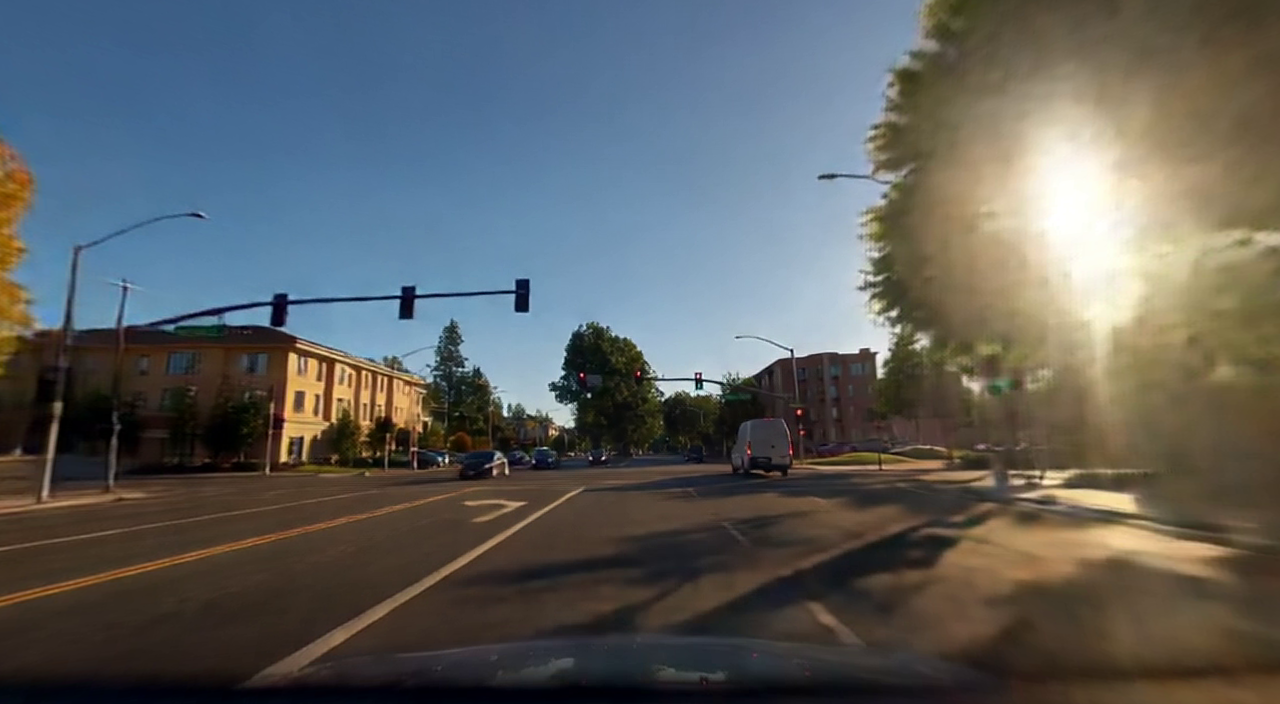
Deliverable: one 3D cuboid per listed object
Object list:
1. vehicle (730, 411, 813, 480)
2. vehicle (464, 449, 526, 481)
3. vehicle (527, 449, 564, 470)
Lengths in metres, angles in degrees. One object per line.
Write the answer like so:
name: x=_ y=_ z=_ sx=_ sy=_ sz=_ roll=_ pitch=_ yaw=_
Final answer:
vehicle: x=6.777 y=5.004 z=33.607 sx=2.802 sy=3.208 sz=7.459 roll=0 pitch=-9 yaw=0
vehicle: x=-7.208 y=5.652 z=31.793 sx=1.986 sy=1.481 sz=4.602 roll=0 pitch=-9 yaw=1
vehicle: x=-7.281 y=8.331 z=49.025 sx=1.991 sy=1.506 sz=4.659 roll=0 pitch=-9 yaw=2
